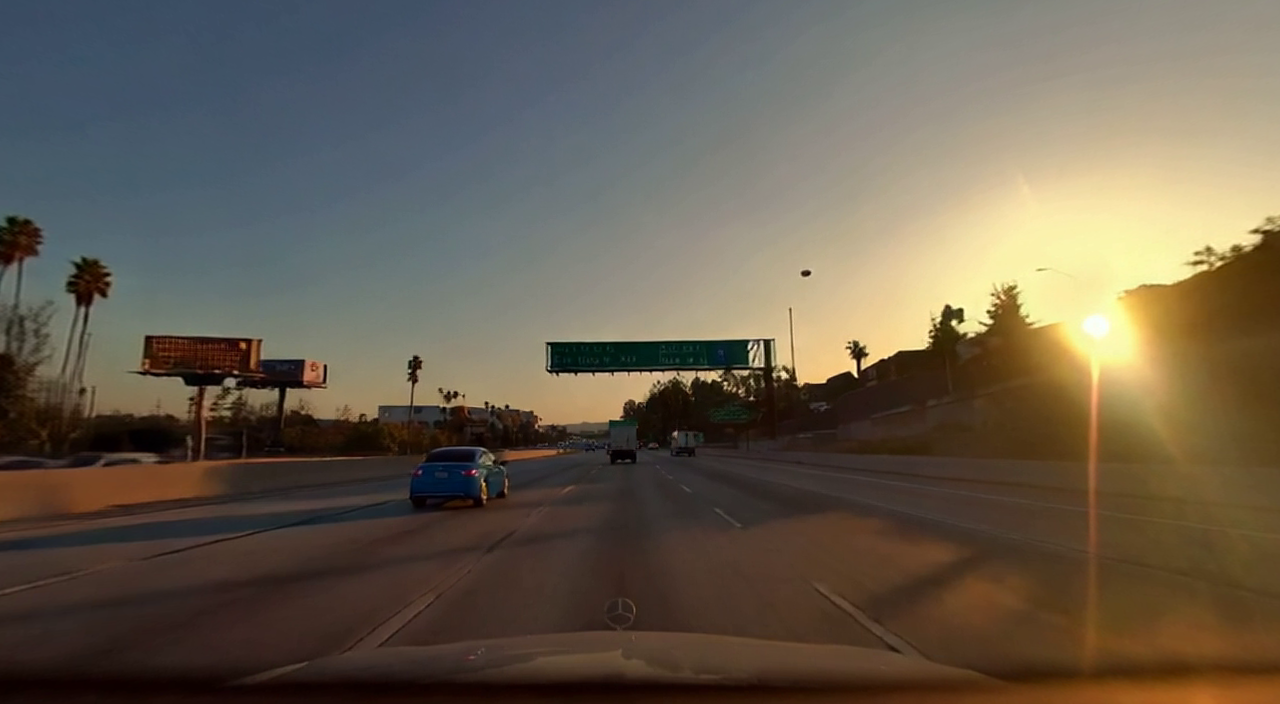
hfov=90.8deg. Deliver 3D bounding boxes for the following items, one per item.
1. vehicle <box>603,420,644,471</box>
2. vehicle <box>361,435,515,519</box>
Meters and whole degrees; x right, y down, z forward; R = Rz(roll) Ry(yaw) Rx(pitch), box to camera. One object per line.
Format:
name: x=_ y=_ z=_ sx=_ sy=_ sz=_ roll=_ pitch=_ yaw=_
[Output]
vehicle: x=-1.081 y=5.971 z=40.339 sx=2.364 sy=2.953 sz=6.495 roll=0 pitch=-9 yaw=-2
vehicle: x=-4.363 y=2.769 z=14.616 sx=2.021 sy=1.598 sz=4.887 roll=0 pitch=-9 yaw=-1
